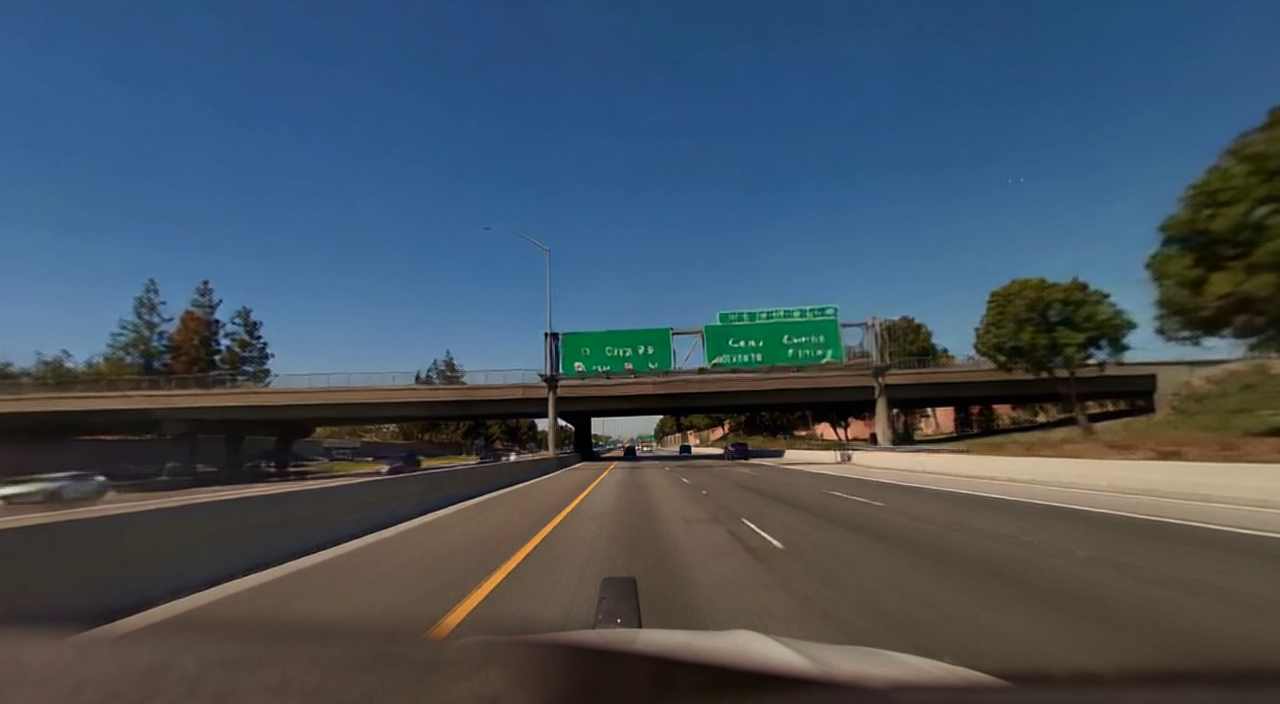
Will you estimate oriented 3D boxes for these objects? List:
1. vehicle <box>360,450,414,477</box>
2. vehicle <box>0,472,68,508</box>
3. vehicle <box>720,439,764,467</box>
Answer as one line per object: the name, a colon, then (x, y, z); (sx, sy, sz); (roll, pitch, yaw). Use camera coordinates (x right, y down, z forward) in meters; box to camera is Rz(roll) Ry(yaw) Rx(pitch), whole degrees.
vehicle: (-18.413, 8.117, 46.244); (2.032, 1.757, 4.656); (0, -9, 0)
vehicle: (-30.417, 6.588, 30.169); (1.871, 1.474, 4.603); (0, -9, -1)
vehicle: (6.612, 6.580, 41.374); (2.030, 1.706, 4.279); (0, -9, -1)
